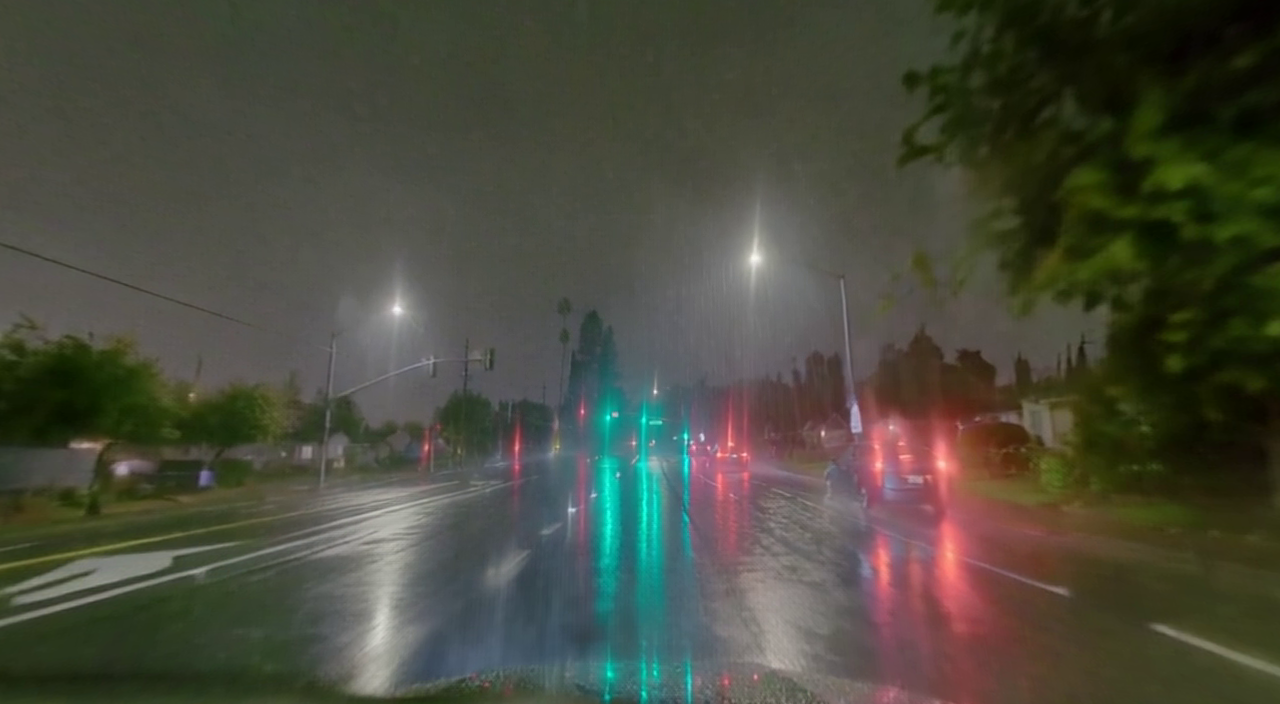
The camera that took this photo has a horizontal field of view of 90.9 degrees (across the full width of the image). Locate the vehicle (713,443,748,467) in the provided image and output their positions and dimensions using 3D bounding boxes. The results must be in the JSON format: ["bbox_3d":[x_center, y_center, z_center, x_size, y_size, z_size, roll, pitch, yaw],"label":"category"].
[{"bbox_3d":[6.148,7.037,43.120,1.855,1.520,4.808,0,-8,2],"label":"vehicle"}]

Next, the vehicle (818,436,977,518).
[{"bbox_3d":[5.617,2.743,14.392,1.950,1.567,4.083,0,-8,1],"label":"vehicle"}]
